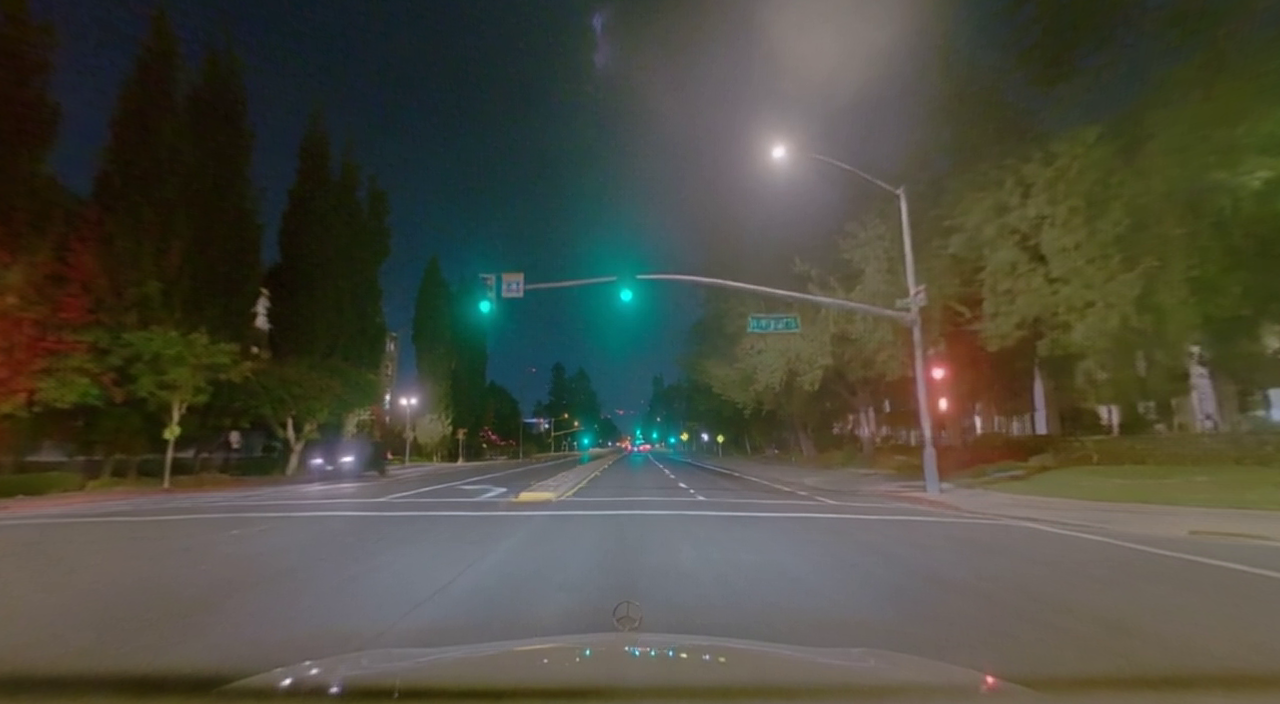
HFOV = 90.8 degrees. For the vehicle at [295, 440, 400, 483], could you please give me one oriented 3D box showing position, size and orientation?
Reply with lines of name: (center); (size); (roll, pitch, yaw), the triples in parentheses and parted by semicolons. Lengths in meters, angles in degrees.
vehicle: (-15.076, 5.649, 33.084); (2.403, 2.039, 5.887); (-1, -8, 3)
